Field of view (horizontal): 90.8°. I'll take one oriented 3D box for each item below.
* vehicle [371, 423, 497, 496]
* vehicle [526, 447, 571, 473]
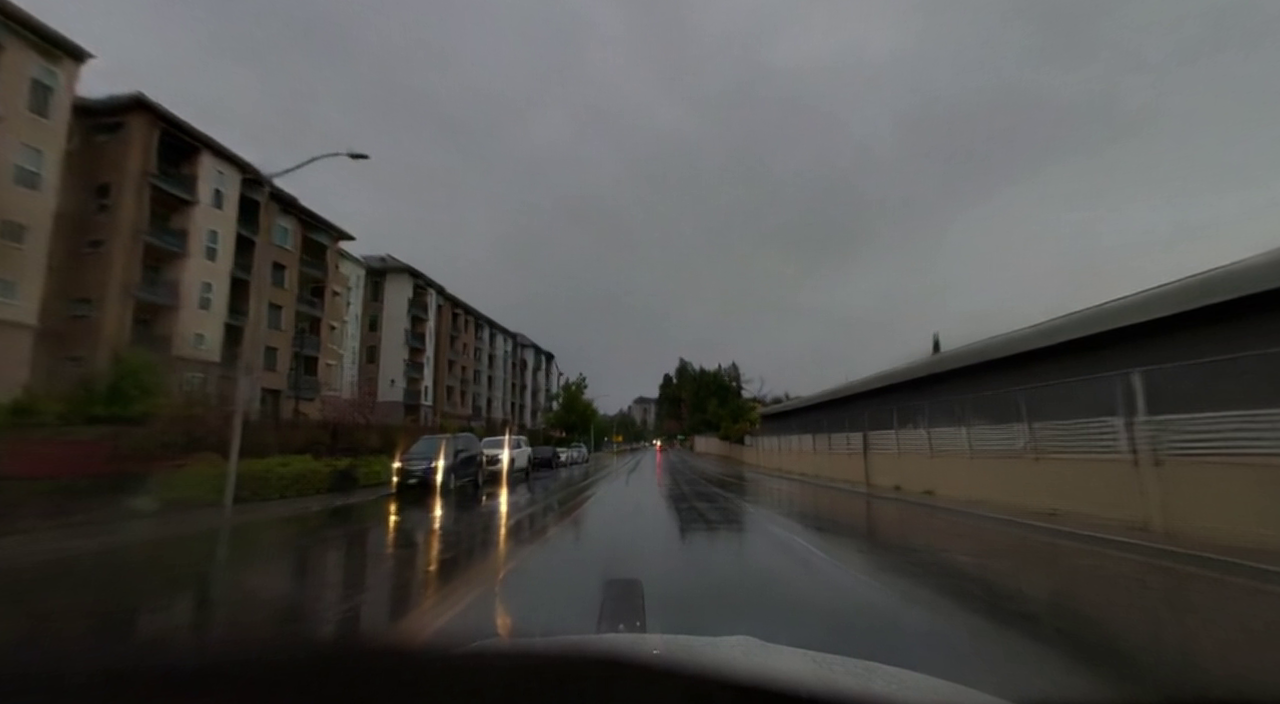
[{"bbox_3d":[-6.361,3.395,20.278,2.192,1.965,4.917,2,-8,1],"label":"vehicle"},{"bbox_3d":[-5.763,6.840,40.370,1.914,1.417,4.750,2,-8,2],"label":"vehicle"}]
